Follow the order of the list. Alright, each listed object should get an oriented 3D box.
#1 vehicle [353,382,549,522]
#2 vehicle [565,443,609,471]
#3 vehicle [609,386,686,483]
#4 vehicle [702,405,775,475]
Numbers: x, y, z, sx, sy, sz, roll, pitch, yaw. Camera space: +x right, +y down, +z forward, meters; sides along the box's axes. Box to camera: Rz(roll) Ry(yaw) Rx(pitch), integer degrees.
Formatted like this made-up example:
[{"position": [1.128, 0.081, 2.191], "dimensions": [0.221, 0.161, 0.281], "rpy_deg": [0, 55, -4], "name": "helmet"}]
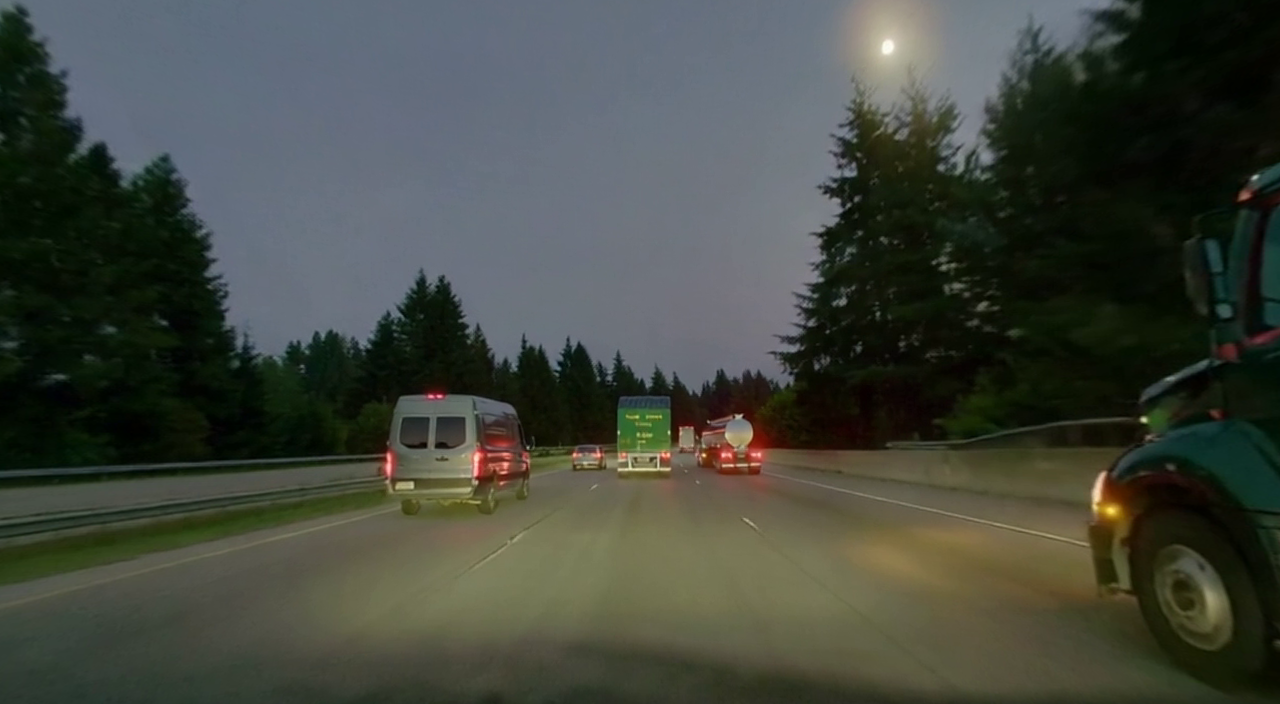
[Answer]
[{"position": [-3.952, 2.297, 14.870], "dimensions": [2.525, 2.572, 6.260], "rpy_deg": [0, -8, 1], "name": "vehicle"}, {"position": [-3.202, 6.475, 39.142], "dimensions": [2.134, 1.652, 4.439], "rpy_deg": [0, -8, 3], "name": "vehicle"}, {"position": [0.135, 3.667, 27.210], "dimensions": [2.773, 3.455, 9.118], "rpy_deg": [0, -9, -2], "name": "vehicle"}, {"position": [5.479, 5.229, 37.298], "dimensions": [2.706, 3.500, 11.483], "rpy_deg": [0, -8, 1], "name": "vehicle"}]
